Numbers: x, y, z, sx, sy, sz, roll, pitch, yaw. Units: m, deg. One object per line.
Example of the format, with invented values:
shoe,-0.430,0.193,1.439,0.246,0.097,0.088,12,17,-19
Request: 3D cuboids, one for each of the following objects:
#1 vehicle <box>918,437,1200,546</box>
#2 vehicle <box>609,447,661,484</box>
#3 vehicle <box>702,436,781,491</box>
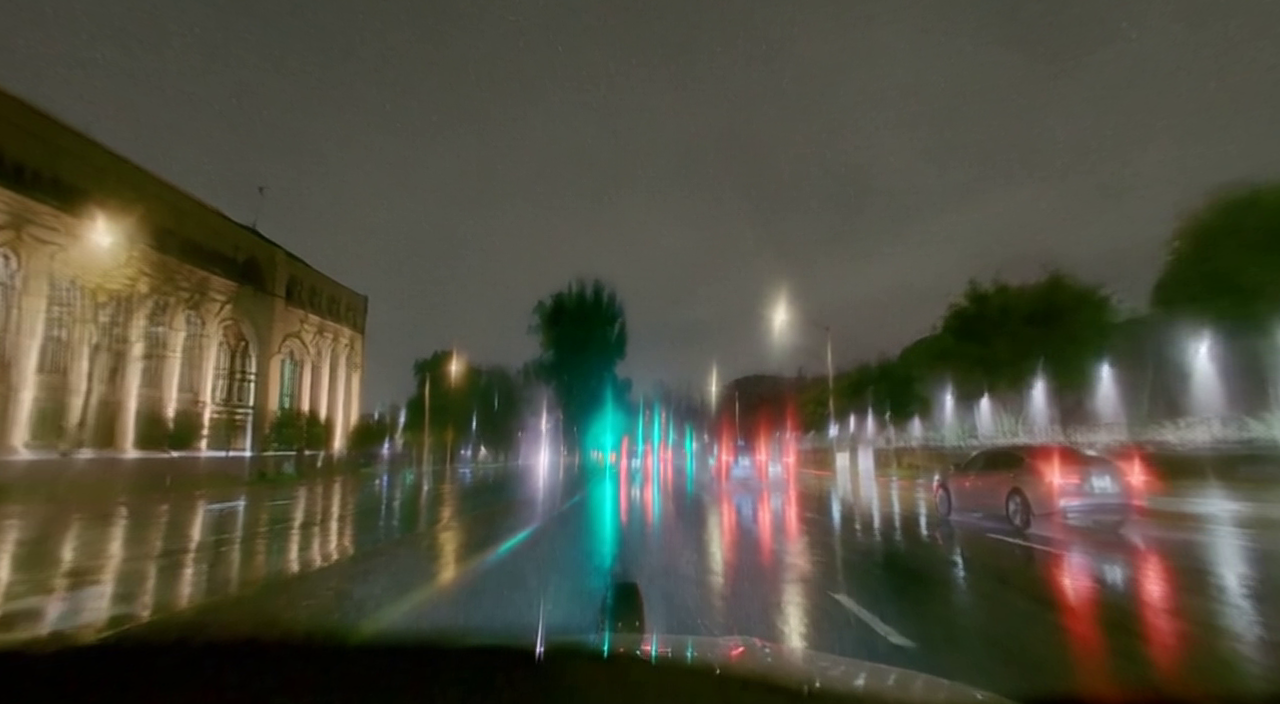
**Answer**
vehicle,6.760,2.259,10.931,1.868,1.472,4.274,0,-9,-1
vehicle,-0.213,4.767,26.849,2.054,1.446,3.969,0,-9,-1
vehicle,3.543,3.967,22.834,2.036,1.757,4.300,0,-9,-1
